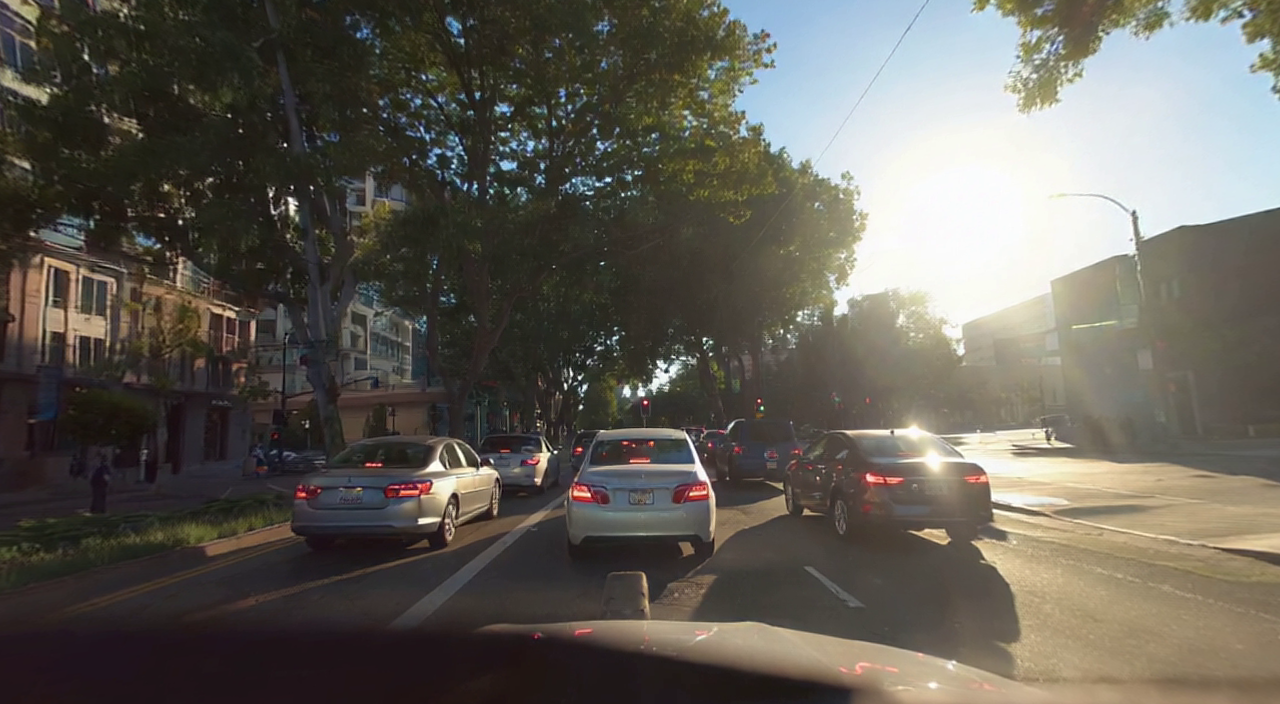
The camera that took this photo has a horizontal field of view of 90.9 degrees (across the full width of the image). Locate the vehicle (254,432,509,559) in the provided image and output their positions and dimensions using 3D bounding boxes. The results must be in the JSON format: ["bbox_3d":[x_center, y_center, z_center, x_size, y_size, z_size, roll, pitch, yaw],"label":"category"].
[{"bbox_3d":[-3.464,1.985,9.469,2.002,1.465,4.098,0,-8,1],"label":"vehicle"}]

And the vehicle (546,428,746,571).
[{"bbox_3d":[0.046,1.842,8.660,2.101,1.480,3.929,0,-8,0],"label":"vehicle"}]

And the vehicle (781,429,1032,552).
[{"bbox_3d":[3.784,2.029,10.028,1.990,1.486,4.431,0,-8,-1],"label":"vehicle"}]
